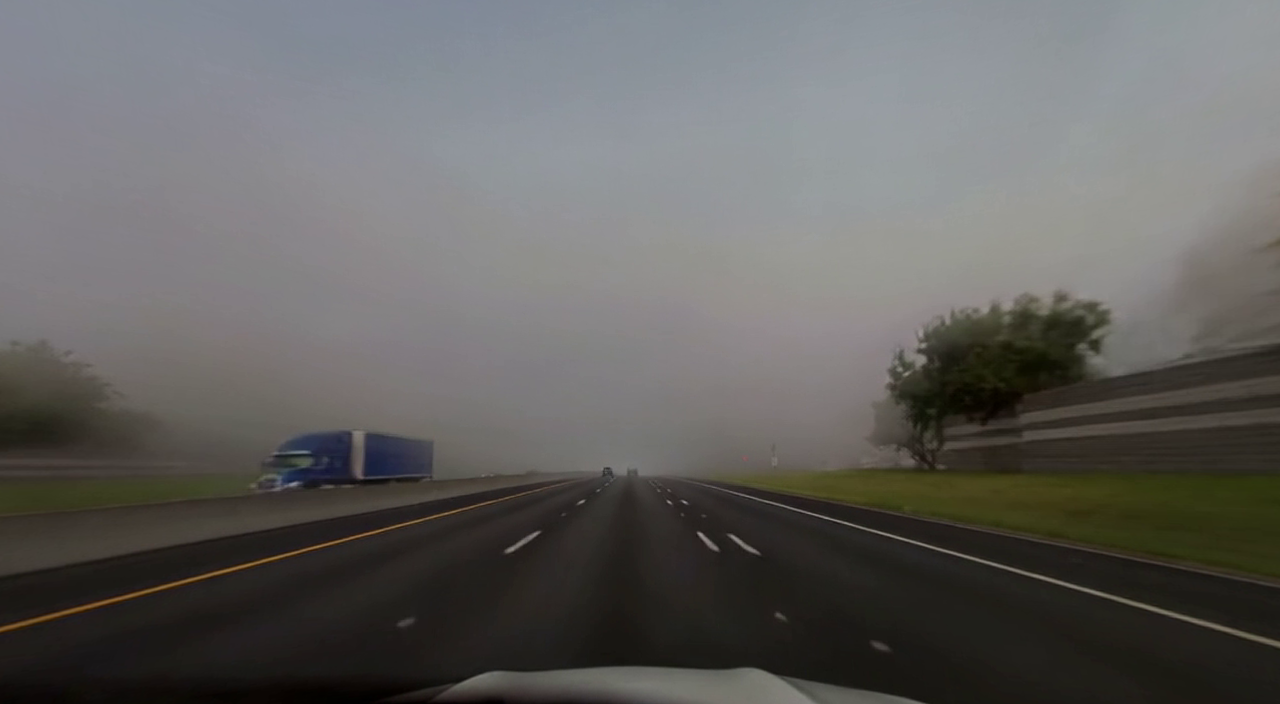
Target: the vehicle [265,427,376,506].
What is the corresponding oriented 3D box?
[{"bbox_3d":[-17.729,6.445,35.546,2.973,3.985,5.829,1,-10,0],"label":"vehicle"}]
